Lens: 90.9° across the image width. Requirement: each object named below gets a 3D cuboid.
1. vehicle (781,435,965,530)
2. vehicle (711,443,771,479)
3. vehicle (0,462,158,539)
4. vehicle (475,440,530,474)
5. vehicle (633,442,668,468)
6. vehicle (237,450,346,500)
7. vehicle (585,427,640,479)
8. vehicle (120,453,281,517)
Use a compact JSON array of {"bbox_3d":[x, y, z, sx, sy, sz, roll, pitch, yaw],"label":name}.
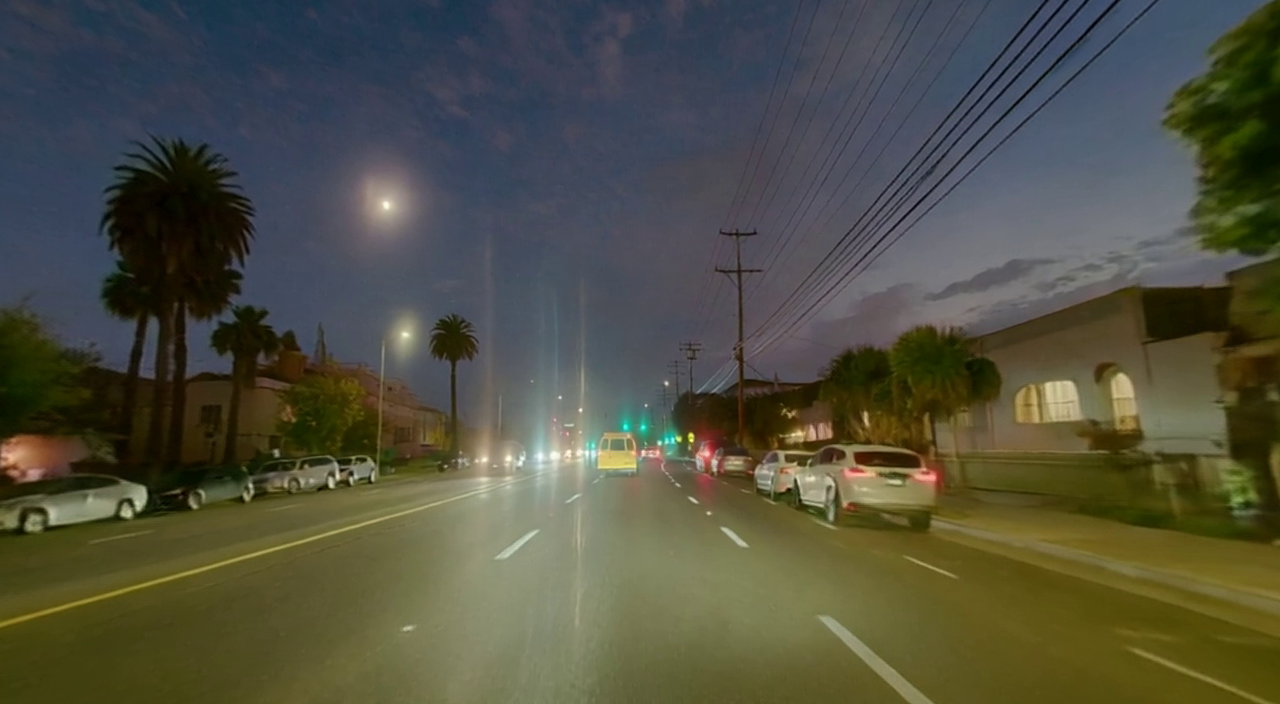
[{"bbox_3d":[4.247,2.431,12.364,1.946,1.530,4.240,0,-8,-1],"label":"vehicle"},{"bbox_3d":[4.376,4.801,28.032,1.838,1.458,4.750,0,-8,-1],"label":"vehicle"},{"bbox_3d":[-13.150,3.292,14.068,1.841,1.356,3.938,-6,-8,-2],"label":"vehicle"},{"bbox_3d":[-7.912,6.049,36.652,2.096,1.798,4.831,0,-8,0],"label":"vehicle"},{"bbox_3d":[0.691,6.372,39.114,2.063,1.495,3.849,0,-8,1],"label":"vehicle"},{"bbox_3d":[-14.147,4.977,25.943,2.041,1.643,4.665,-4,-9,-3],"label":"vehicle"},{"bbox_3d":[-1.190,4.299,27.036,2.168,2.040,4.527,0,-8,-3],"label":"vehicle"},{"bbox_3d":[-13.644,4.105,20.013,1.979,1.509,4.763,-3,-7,-4],"label":"vehicle"}]
